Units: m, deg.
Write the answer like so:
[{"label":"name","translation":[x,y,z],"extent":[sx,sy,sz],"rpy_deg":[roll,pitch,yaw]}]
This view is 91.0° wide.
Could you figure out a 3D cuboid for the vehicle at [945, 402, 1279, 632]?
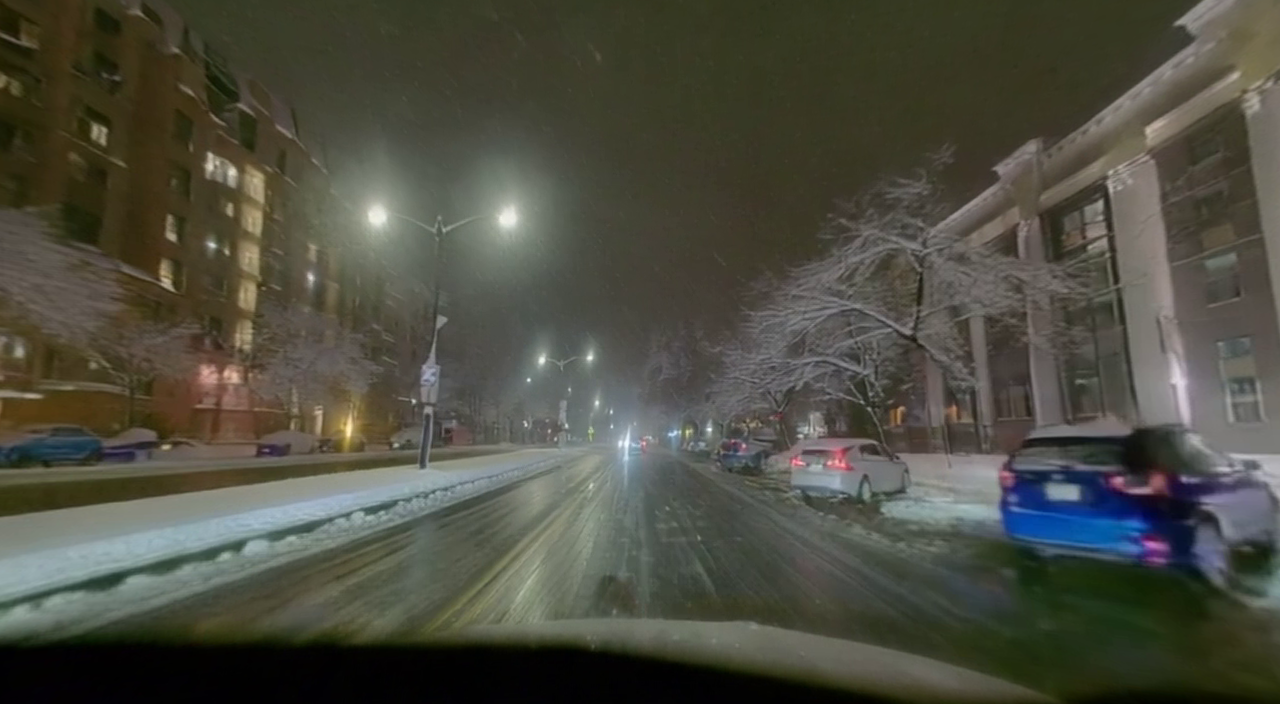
[{"label":"vehicle","translation":[5.149,1.357,6.208],"extent":[4.244,1.487,1.976],"rpy_deg":[5,-10,-36]}]

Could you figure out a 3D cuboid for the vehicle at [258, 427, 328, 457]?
[{"label":"vehicle","translation":[-19.020,4.947,34.677],"extent":[1.792,1.554,3.682],"rpy_deg":[0,-8,-1]}]

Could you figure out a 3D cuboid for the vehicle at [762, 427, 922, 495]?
[{"label":"vehicle","translation":[5.092,2.663,15.764],"extent":[3.765,1.497,1.831],"rpy_deg":[5,-10,-35]}]

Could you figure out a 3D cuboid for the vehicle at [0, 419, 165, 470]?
[{"label":"vehicle","translation":[-18.609,3.065,20.938],"extent":[1.869,1.494,4.833],"rpy_deg":[0,-8,-1]}]

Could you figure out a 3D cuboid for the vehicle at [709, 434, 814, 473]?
[{"label":"vehicle","translation":[5.030,4.103,25.775],"extent":[4.275,1.428,1.774],"rpy_deg":[6,-10,-37]}]

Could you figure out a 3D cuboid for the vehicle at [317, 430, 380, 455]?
[{"label":"vehicle","translation":[-18.737,5.842,40.678],"extent":[1.909,1.518,4.459],"rpy_deg":[-1,-8,1]}]

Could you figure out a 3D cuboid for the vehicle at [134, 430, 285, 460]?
[{"label":"vehicle","translation":[-19.057,4.177,28.403],"extent":[2.389,1.206,6.247],"rpy_deg":[-1,-8,1]}]
